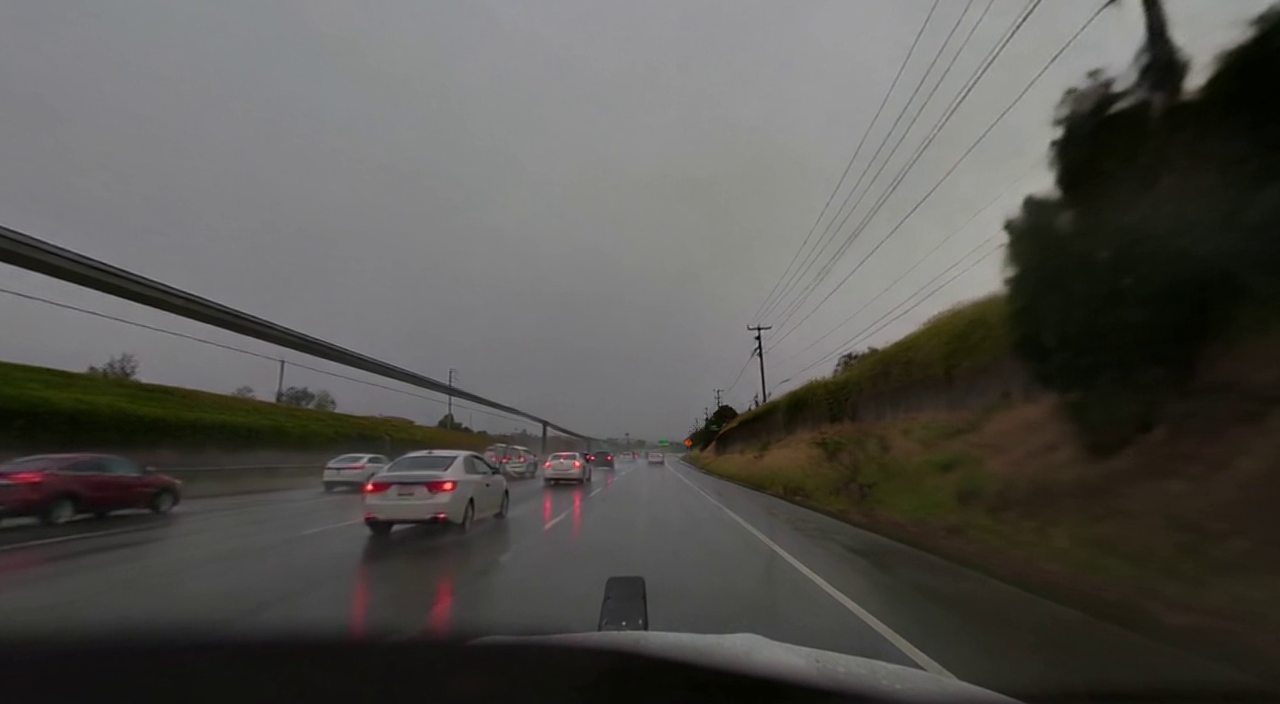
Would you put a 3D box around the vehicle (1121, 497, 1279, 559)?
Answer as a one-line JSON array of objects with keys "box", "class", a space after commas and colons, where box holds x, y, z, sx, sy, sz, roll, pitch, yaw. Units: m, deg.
[{"box": [21.365, 6.610, 24.123, 1.941, 1.715, 4.868, 1, -8, -2], "class": "vehicle"}]

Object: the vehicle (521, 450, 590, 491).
[{"box": [-3.272, 4.683, 25.325, 2.056, 1.449, 4.330, 0, -8, 2], "class": "vehicle"}]

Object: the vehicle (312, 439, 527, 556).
[{"box": [-3.281, 2.226, 10.444, 1.939, 1.511, 4.246, 0, -8, 1], "class": "vehicle"}]

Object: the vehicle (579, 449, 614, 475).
[{"box": [-3.009, 7.691, 44.344, 2.052, 1.731, 4.372, 0, -8, 2], "class": "vehicle"}]

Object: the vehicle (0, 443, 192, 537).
[{"box": [-11.083, 2.522, 12.164, 1.981, 1.484, 3.827, 0, -8, 1], "class": "vehicle"}]

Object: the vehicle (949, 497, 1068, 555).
[{"box": [13.065, 6.151, 22.639, 1.853, 1.586, 3.727, 1, -8, -3], "class": "vehicle"}]
